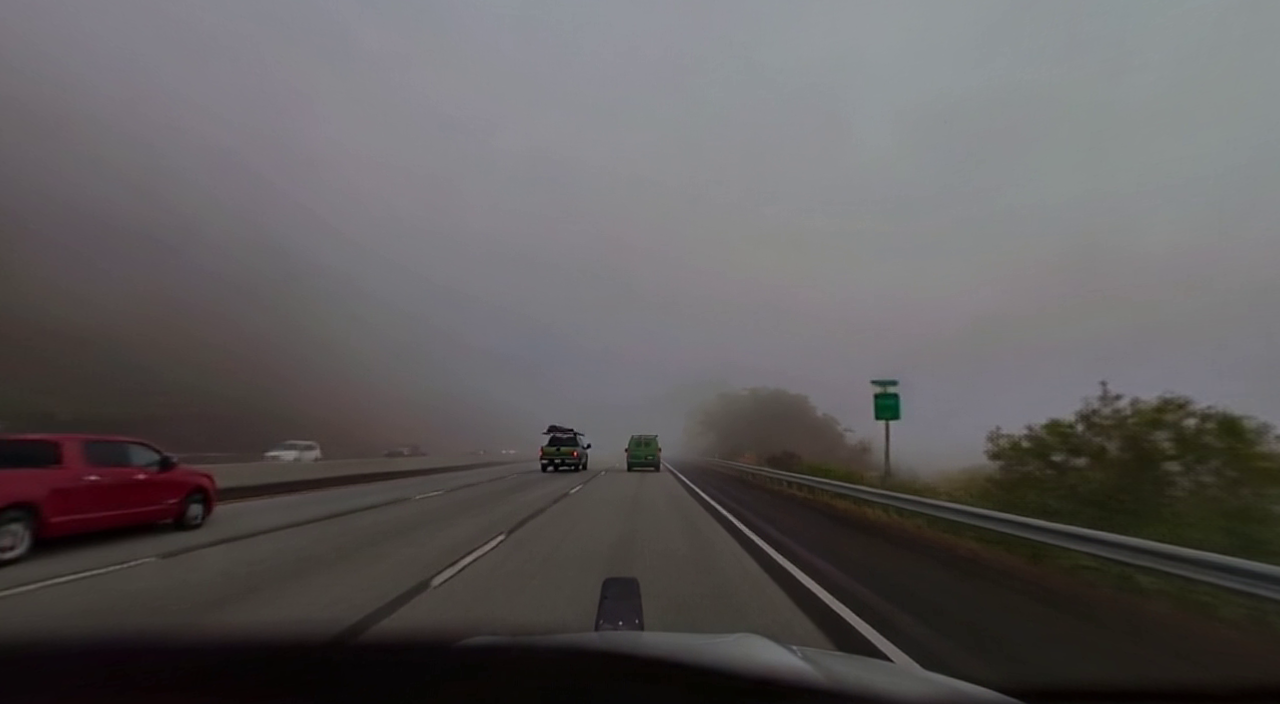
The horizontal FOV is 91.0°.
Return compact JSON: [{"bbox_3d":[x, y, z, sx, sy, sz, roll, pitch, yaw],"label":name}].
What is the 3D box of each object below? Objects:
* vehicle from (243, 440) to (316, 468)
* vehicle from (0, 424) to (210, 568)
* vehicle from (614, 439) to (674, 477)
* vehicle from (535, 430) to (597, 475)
[{"bbox_3d":[-24.919,7.053,43.759,2.028,1.820,4.970,0,-9,1],"label":"vehicle"},{"bbox_3d":[-7.906,1.678,7.709,2.149,1.526,4.361,0,-9,1],"label":"vehicle"},{"bbox_3d":[0.233,5.162,30.963,2.715,1.669,5.163,0,-9,1],"label":"vehicle"},{"bbox_3d":[-3.419,4.814,30.240,2.250,1.947,4.860,0,-9,2],"label":"vehicle"}]
